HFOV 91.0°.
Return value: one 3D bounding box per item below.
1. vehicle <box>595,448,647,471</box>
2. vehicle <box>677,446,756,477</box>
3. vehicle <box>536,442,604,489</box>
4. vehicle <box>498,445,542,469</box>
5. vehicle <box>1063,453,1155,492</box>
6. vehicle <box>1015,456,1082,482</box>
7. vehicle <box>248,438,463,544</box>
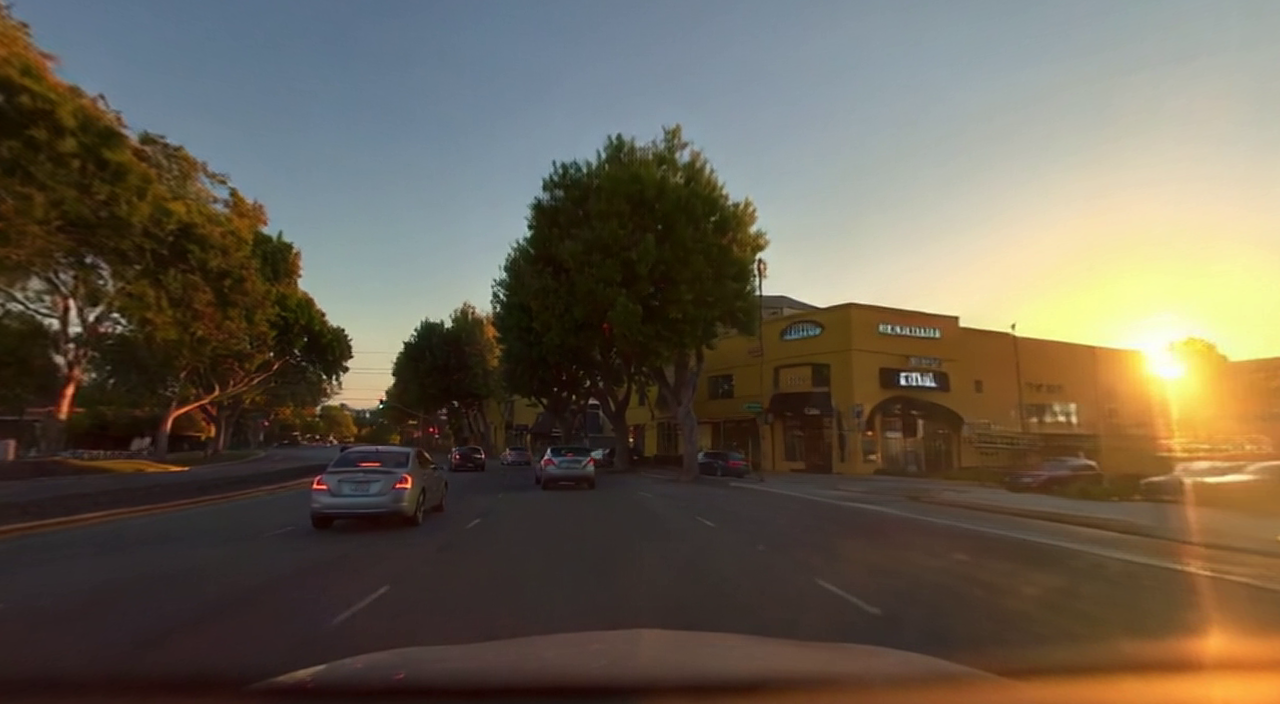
[{"bbox_3d":[-1.447,7.816,46.035,1.952,1.547,4.091,6,-10,-33],"label":"vehicle"},{"bbox_3d":[4.504,6.497,37.657,2.095,1.697,4.801,5,-10,-32],"label":"vehicle"},{"bbox_3d":[-2.569,3.952,22.324,2.001,1.483,4.442,2,-9,-11],"label":"vehicle"},{"bbox_3d":[-7.605,6.575,39.606,1.920,1.416,4.310,3,-9,-21],"label":"vehicle"},{"bbox_3d":[22.332,5.675,29.934,4.486,1.658,2.031,6,-10,-34],"label":"vehicle"},{"bbox_3d":[25.555,7.265,39.314,4.378,1.445,2.084,6,-11,-37],"label":"vehicle"},{"bbox_3d":[-4.763,2.351,11.515,2.105,1.477,4.857,1,-8,-6],"label":"vehicle"}]
